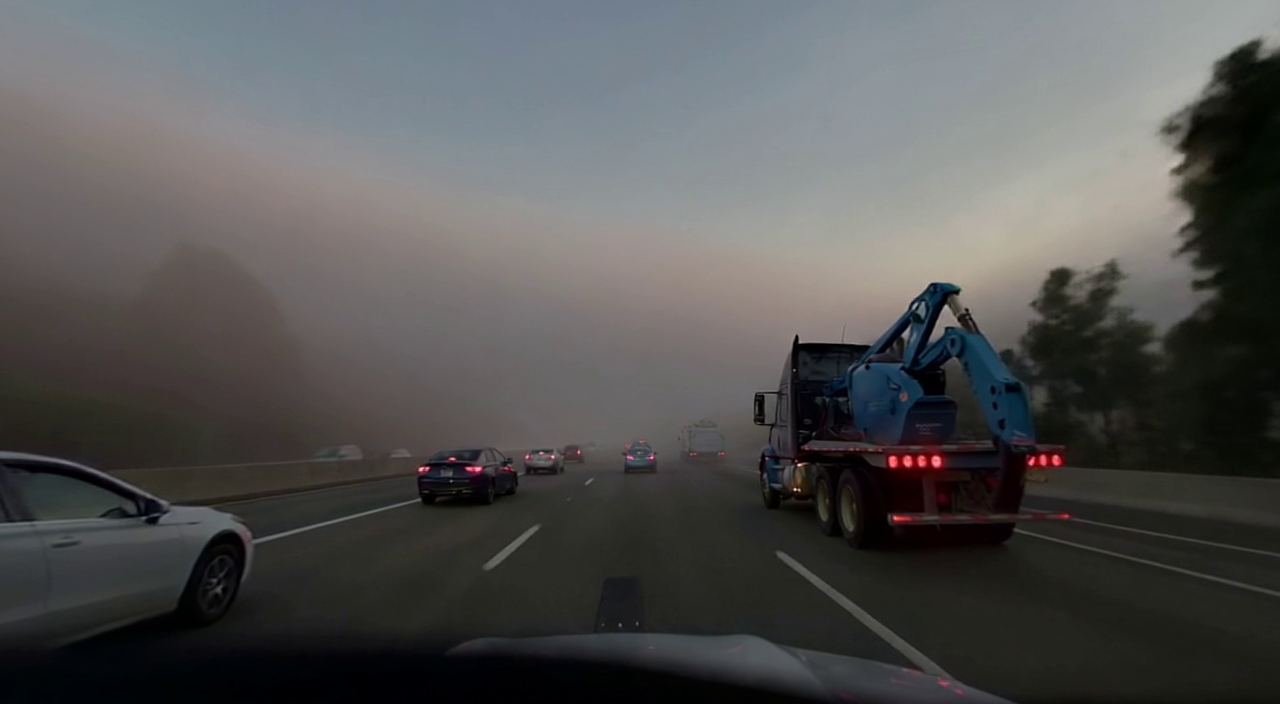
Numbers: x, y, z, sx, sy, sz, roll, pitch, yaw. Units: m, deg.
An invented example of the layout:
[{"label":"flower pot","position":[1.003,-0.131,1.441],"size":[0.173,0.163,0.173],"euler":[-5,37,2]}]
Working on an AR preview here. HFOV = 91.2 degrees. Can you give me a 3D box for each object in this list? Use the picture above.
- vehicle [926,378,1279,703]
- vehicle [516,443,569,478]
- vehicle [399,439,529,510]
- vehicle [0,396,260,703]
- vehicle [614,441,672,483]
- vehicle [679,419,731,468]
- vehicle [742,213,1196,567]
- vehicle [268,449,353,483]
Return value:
[{"label":"vehicle","position":[4.054,0.981,3.032],"size":[2.599,1.631,5.693],"euler":[0,-9,-1]},{"label":"vehicle","position":[-4.570,5.150,30.006],"size":[1.858,1.527,3.974],"euler":[0,-9,0]},{"label":"vehicle","position":[-4.233,3.008,15.934],"size":[1.880,1.507,4.757],"euler":[0,-9,1]},{"label":"vehicle","position":[-4.173,1.009,3.105],"size":[1.978,1.556,4.119],"euler":[0,-9,0]},{"label":"vehicle","position":[0.078,4.385,25.229],"size":[2.150,1.498,3.988],"euler":[0,-9,-1]},{"label":"vehicle","position":[4.010,5.898,40.108],"size":[2.416,2.829,7.016],"euler":[0,-9,-2]},{"label":"vehicle","position":[3.943,0.958,10.581],"size":[2.975,3.618,8.456],"euler":[0,-9,0]},{"label":"vehicle","position":[-16.483,5.674,31.601],"size":[1.932,1.563,4.305],"euler":[0,-9,0]}]
